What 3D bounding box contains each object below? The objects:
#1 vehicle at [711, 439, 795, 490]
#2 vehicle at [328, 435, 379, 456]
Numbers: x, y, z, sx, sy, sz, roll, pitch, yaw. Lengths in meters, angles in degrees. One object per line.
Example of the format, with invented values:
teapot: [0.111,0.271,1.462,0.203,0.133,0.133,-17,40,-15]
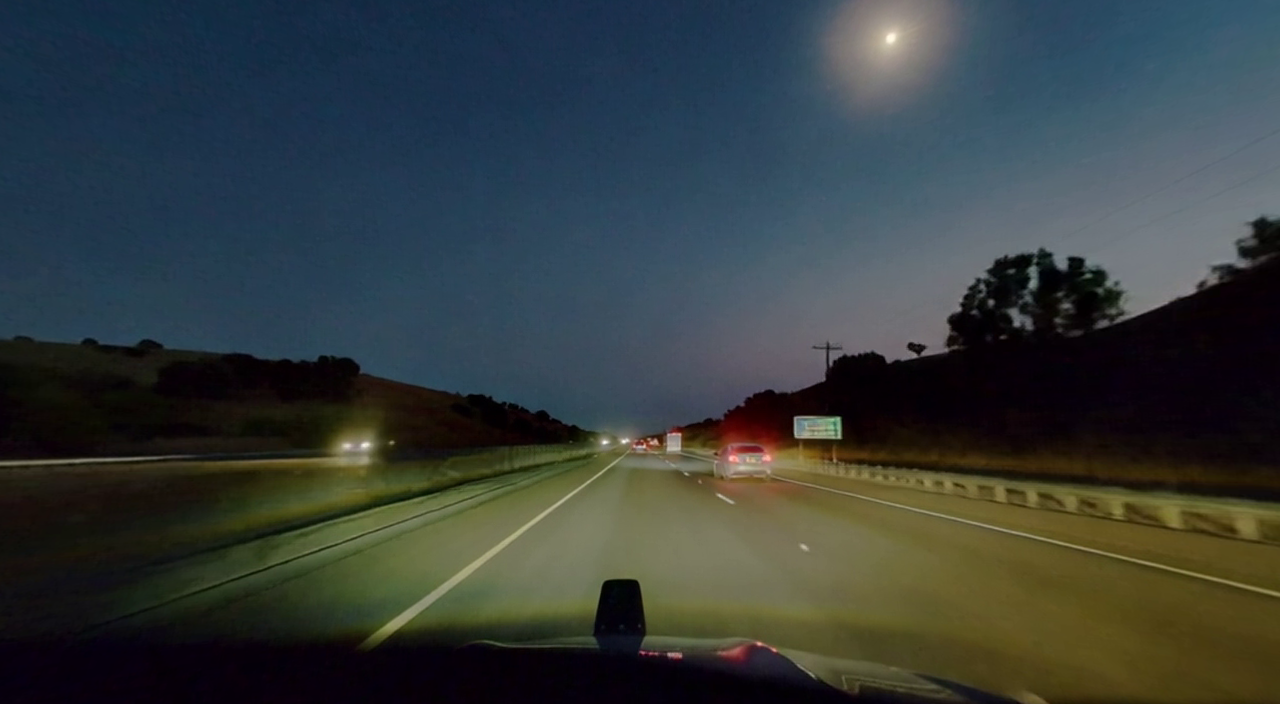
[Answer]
vehicle: [3.705,3.747,21.500,1.960,1.516,4.657,0,-8,-1]
vehicle: [-21.769,7.128,48.108,1.801,1.462,4.488,0,-8,0]
